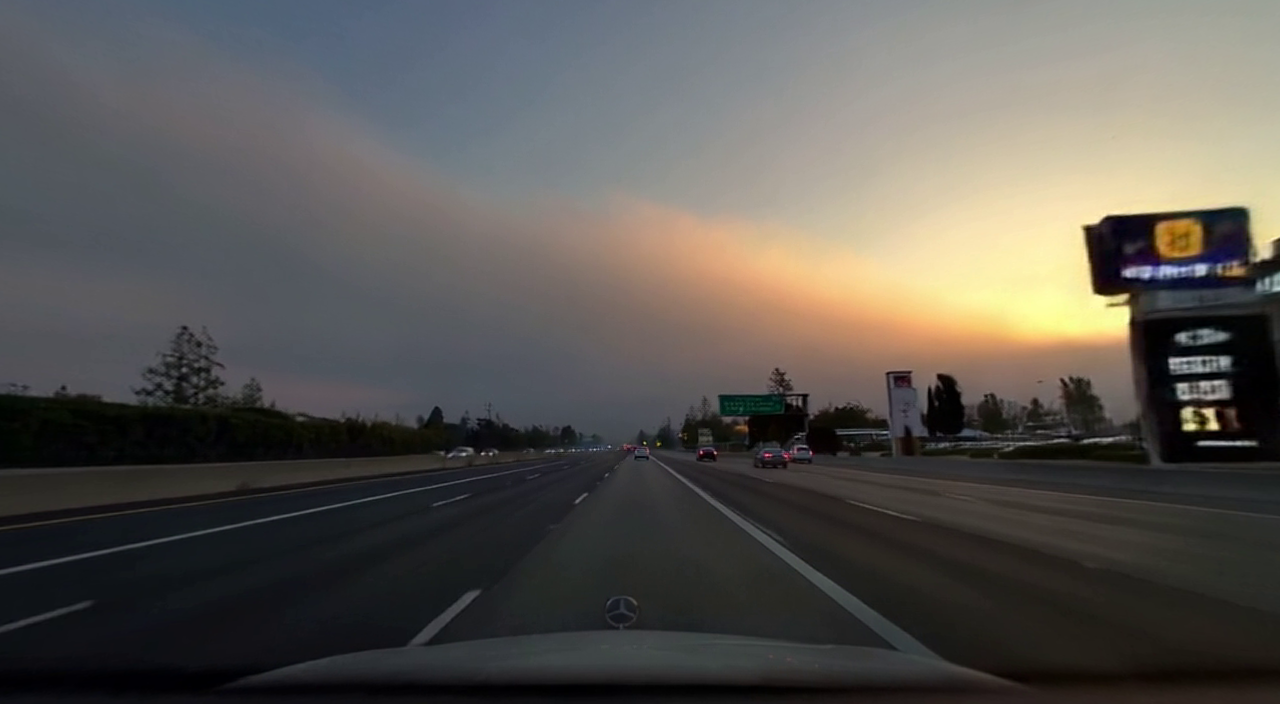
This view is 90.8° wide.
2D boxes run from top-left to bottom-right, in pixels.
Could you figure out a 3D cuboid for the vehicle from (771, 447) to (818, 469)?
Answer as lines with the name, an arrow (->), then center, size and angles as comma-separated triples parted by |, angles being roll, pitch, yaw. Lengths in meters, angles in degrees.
vehicle -> 10.599, 7.290, 43.705 | 1.953, 1.473, 4.512 | 0, -8, -2
